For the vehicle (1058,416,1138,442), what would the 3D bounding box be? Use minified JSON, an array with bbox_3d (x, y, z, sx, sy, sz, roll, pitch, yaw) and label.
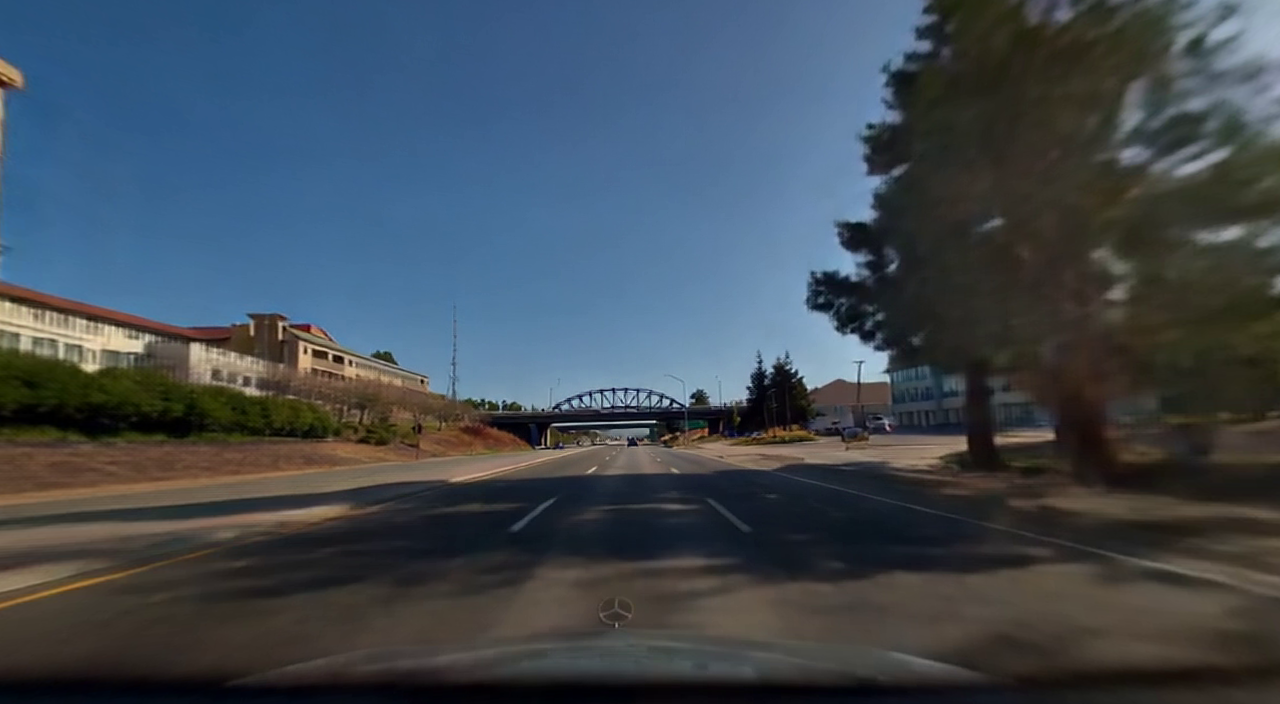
[{"bbox_3d":[29.695,5.056,41.027,1.970,1.474,4.550,-5,-8,4],"label":"vehicle"}]
